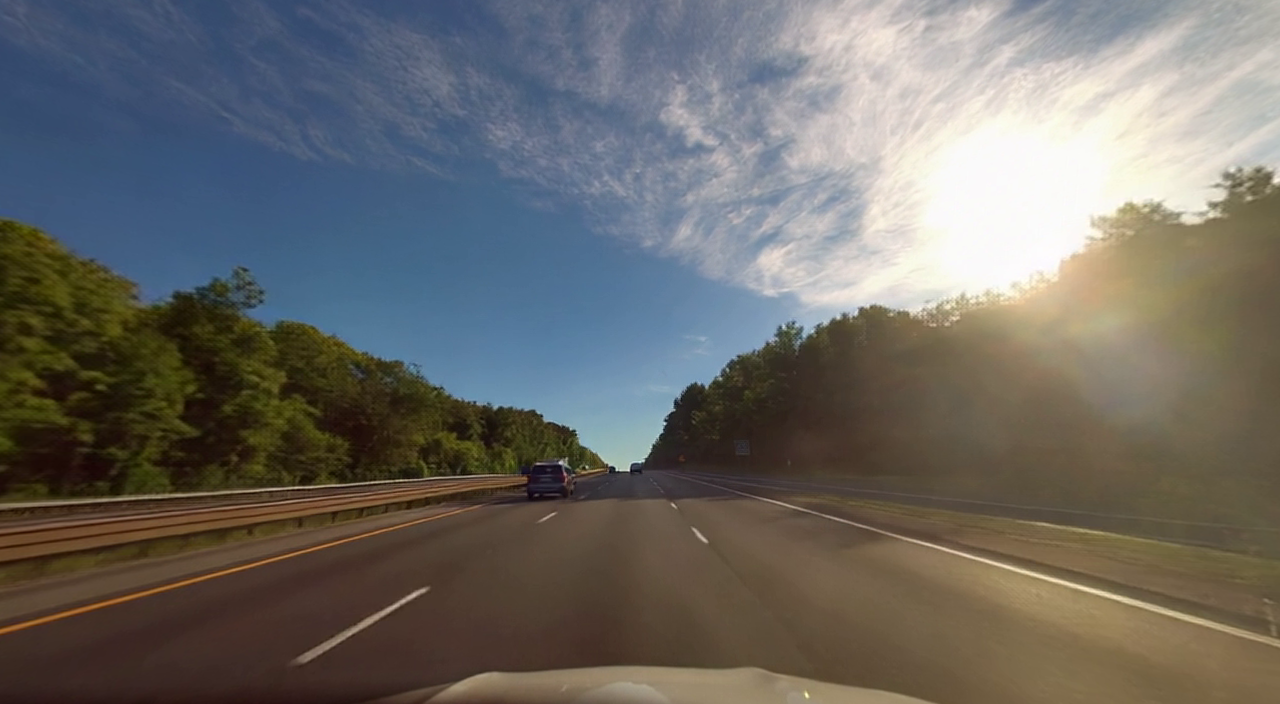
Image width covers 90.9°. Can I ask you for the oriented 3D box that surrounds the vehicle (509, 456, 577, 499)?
[{"bbox_3d":[-3.903,5.184,26.114,2.081,1.586,4.245,0,-10,1],"label":"vehicle"}]
